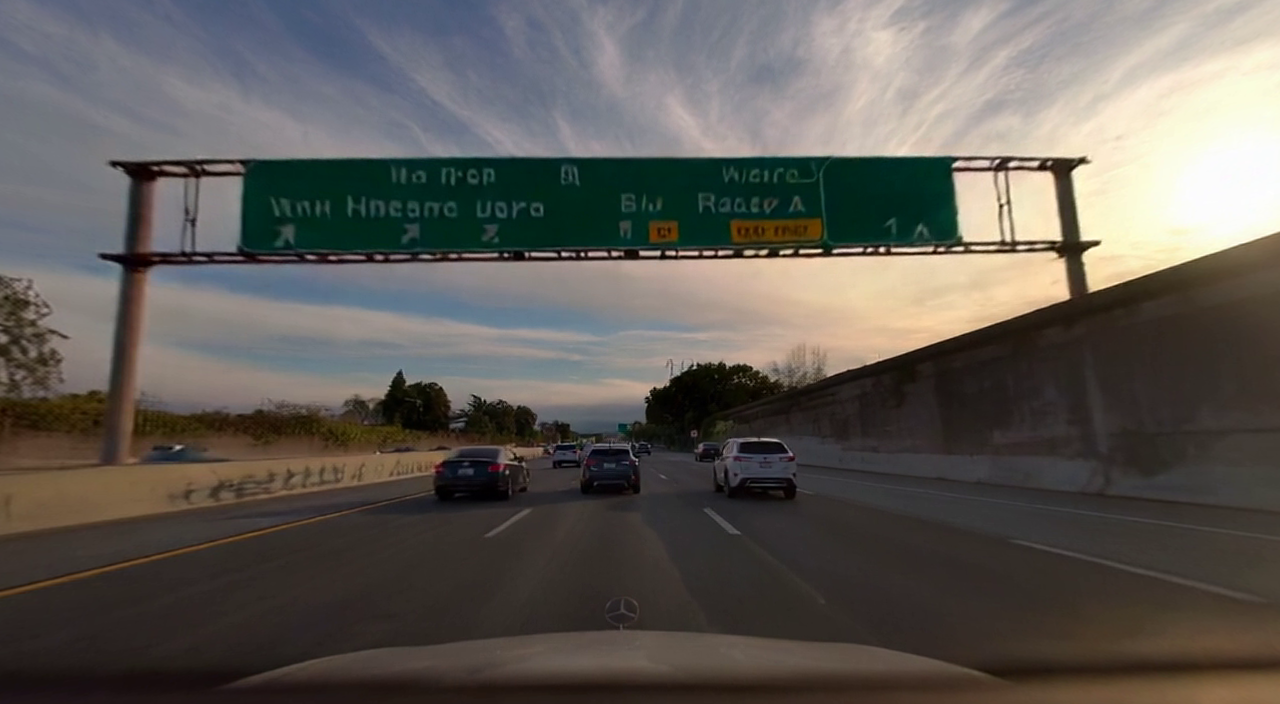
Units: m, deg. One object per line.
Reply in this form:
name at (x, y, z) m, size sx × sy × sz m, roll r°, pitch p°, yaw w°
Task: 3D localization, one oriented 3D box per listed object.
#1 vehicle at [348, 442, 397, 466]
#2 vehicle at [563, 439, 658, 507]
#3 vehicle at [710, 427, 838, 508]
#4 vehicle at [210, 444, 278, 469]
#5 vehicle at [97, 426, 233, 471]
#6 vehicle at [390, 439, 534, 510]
vehicle at (-20.027, 7.632, 47.519) m, size 1.942 × 1.713 × 4.195 m, roll 0°, pitch -9°, yaw -2°
vehicle at (-0.694, 2.965, 15.981) m, size 2.098 × 1.475 × 3.997 m, roll 0°, pitch -9°, yaw -1°
vehicle at (3.263, 2.936, 16.552) m, size 2.162 × 1.800 × 4.693 m, roll 0°, pitch -9°, yaw -2°
vehicle at (-26.861, 7.098, 43.067) m, size 1.847 × 1.607 × 4.463 m, roll 0°, pitch -9°, yaw -2°
vehicle at (-33.724, 6.949, 45.535) m, size 2.827 × 2.862 × 9.463 m, roll 0°, pitch -9°, yaw -3°
vehicle at (-4.331, 3.070, 16.491) m, size 2.214 × 1.512 × 5.389 m, roll 0°, pitch -9°, yaw 0°
